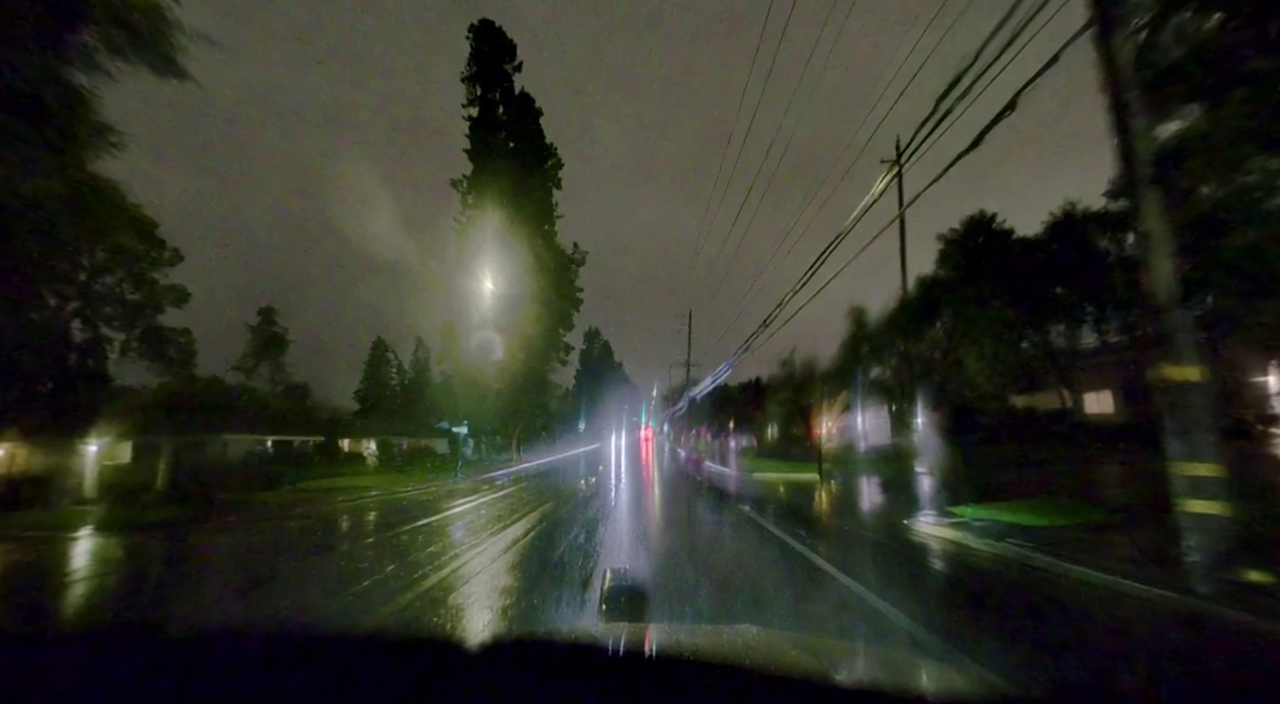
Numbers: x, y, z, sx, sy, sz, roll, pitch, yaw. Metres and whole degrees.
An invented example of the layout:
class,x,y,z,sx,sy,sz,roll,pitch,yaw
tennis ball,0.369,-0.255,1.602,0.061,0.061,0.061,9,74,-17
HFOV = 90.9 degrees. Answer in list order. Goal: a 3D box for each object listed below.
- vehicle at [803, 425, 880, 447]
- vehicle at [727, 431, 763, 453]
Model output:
class,x,y,z,sx,sy,sz,roll,pitch,yaw
vehicle,14.363,6.044,45.168,4.848,1.509,1.976,-2,-9,6
vehicle,7.496,6.524,45.538,2.071,1.510,4.418,-1,-8,3
